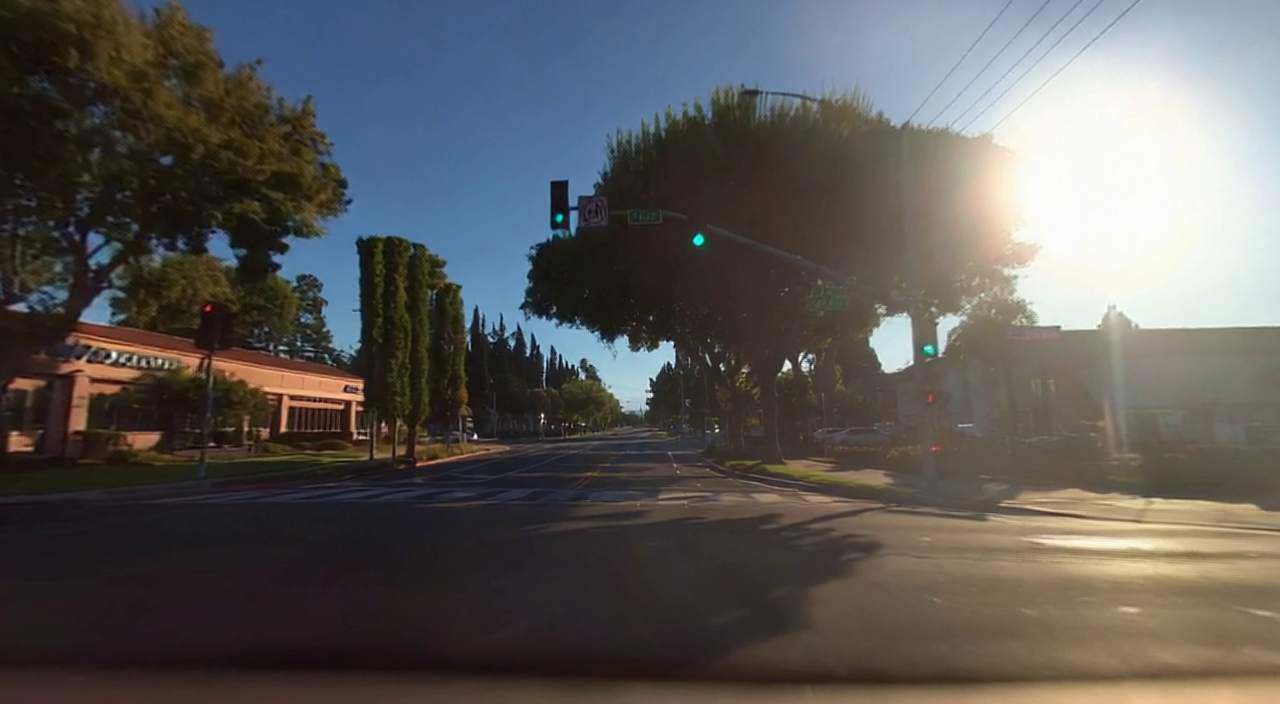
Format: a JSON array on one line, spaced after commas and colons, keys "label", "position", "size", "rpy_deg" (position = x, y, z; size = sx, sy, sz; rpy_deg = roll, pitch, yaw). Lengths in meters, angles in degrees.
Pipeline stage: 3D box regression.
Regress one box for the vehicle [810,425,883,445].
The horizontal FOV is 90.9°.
[{"label": "vehicle", "position": [14.958, 6.041, 45.768], "size": [4.693, 1.437, 1.799], "rpy_deg": [0, -8, 3]}]
